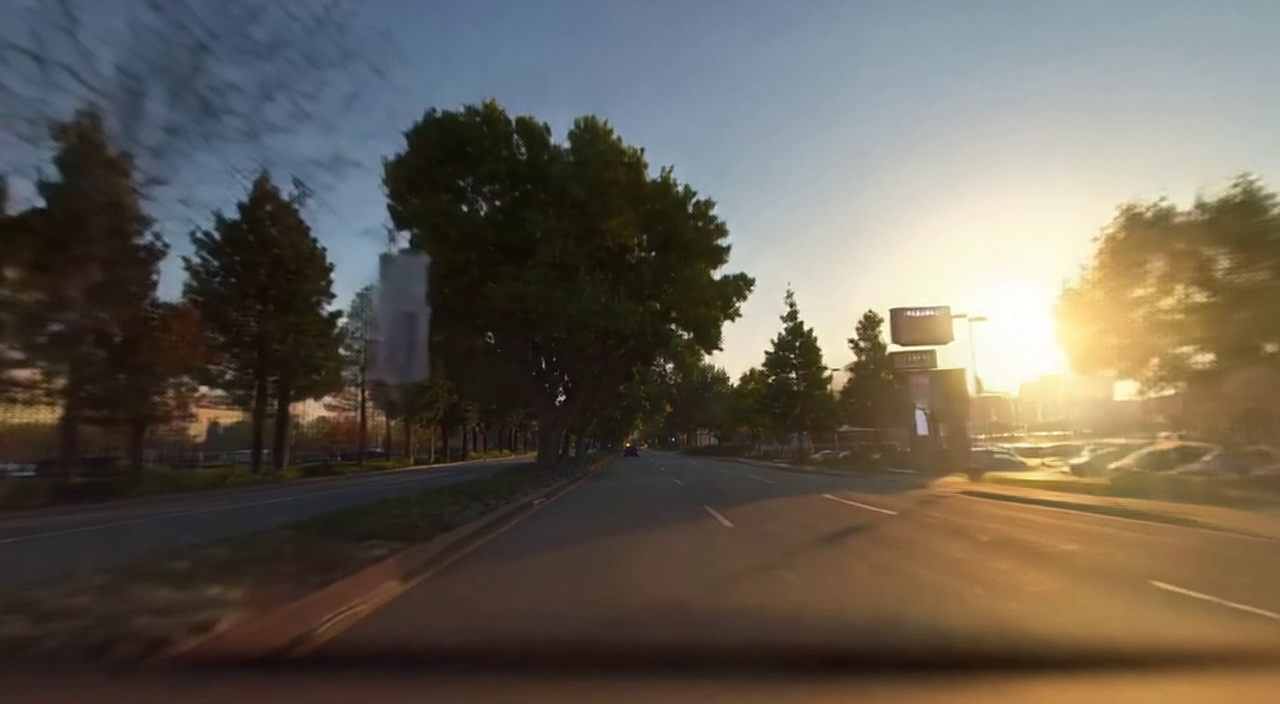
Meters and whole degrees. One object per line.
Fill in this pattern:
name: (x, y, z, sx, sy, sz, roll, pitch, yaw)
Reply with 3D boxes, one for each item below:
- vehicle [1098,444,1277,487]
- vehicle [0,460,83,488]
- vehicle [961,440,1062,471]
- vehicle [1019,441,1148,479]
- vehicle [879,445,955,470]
vehicle: (20.248, 4.190, 23.519, 4.805, 1.473, 2.046, 0, -9, -3)
vehicle: (-41.179, 8.264, 42.879, 4.564, 1.780, 2.039, 0, -9, -3)
vehicle: (20.053, 5.599, 34.243, 4.222, 1.610, 1.948, 0, -9, -1)
vehicle: (20.268, 4.945, 29.046, 4.407, 1.616, 1.929, 0, -9, 1)
vehicle: (19.658, 7.534, 45.015, 4.403, 1.436, 1.918, -2, -13, 1)
